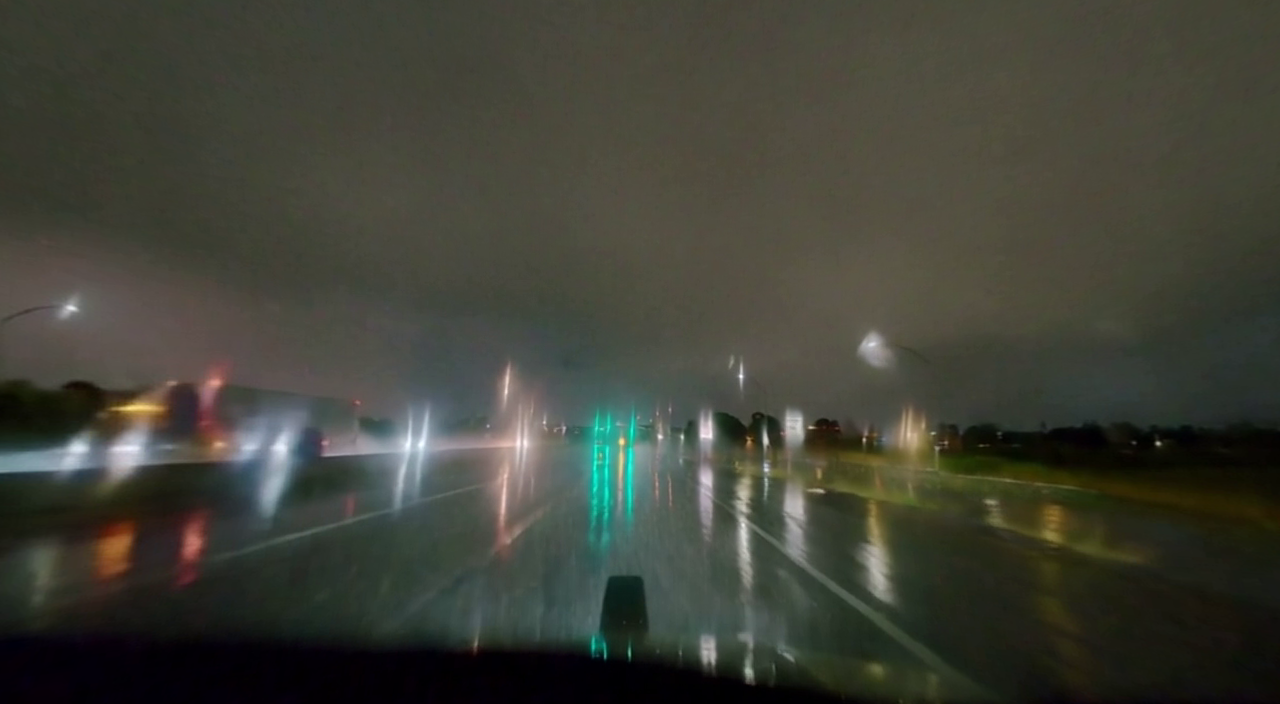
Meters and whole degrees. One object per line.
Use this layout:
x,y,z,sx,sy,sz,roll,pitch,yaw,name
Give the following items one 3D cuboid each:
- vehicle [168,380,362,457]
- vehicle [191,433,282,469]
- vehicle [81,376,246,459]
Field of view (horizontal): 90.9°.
-23.507,4.708,41.659,2.867,4.027,16.216,-1,-8,0,vehicle
-16.852,4.152,26.539,1.502,1.359,3.382,-1,-8,2,vehicle
-23.520,3.422,31.730,3.070,3.713,6.478,0,-8,0,vehicle
